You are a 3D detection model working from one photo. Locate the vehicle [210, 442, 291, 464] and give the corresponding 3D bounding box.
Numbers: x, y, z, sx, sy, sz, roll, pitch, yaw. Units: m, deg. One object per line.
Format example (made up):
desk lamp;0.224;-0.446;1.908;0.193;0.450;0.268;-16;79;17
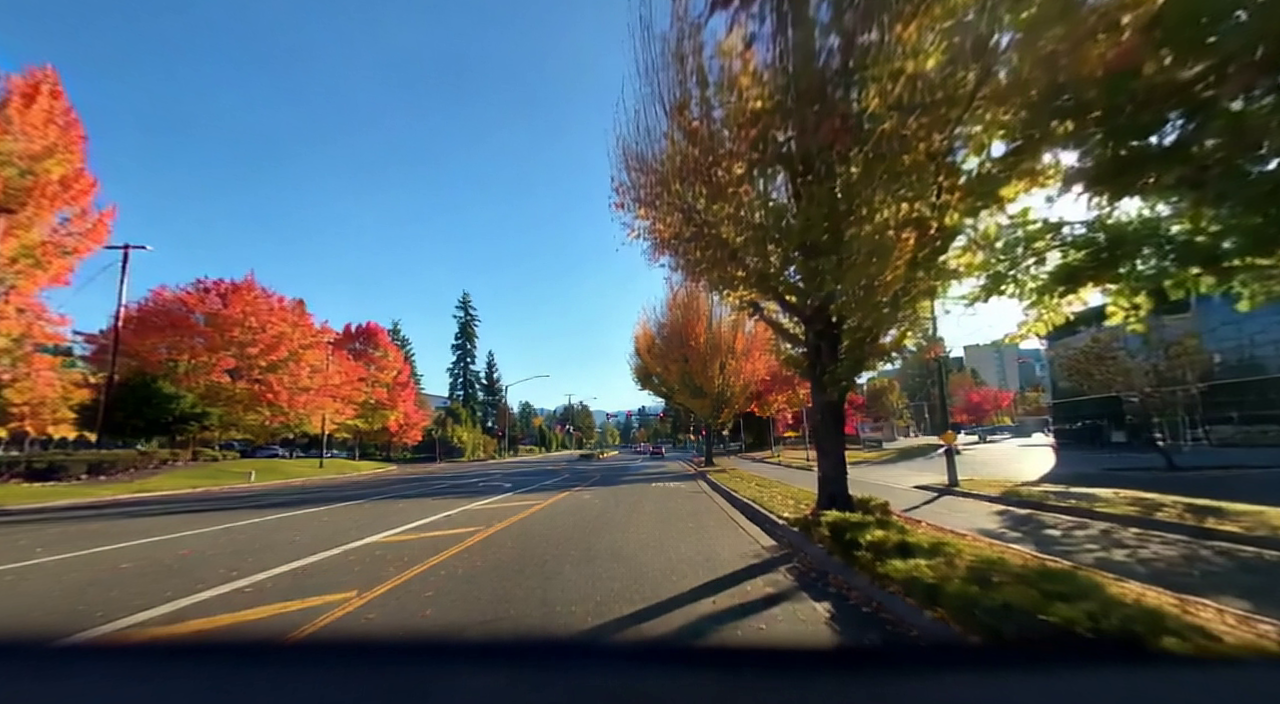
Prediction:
vehicle;-29.851;7.752;48.431;4.706;1.457;1.999;3;-11;-4
